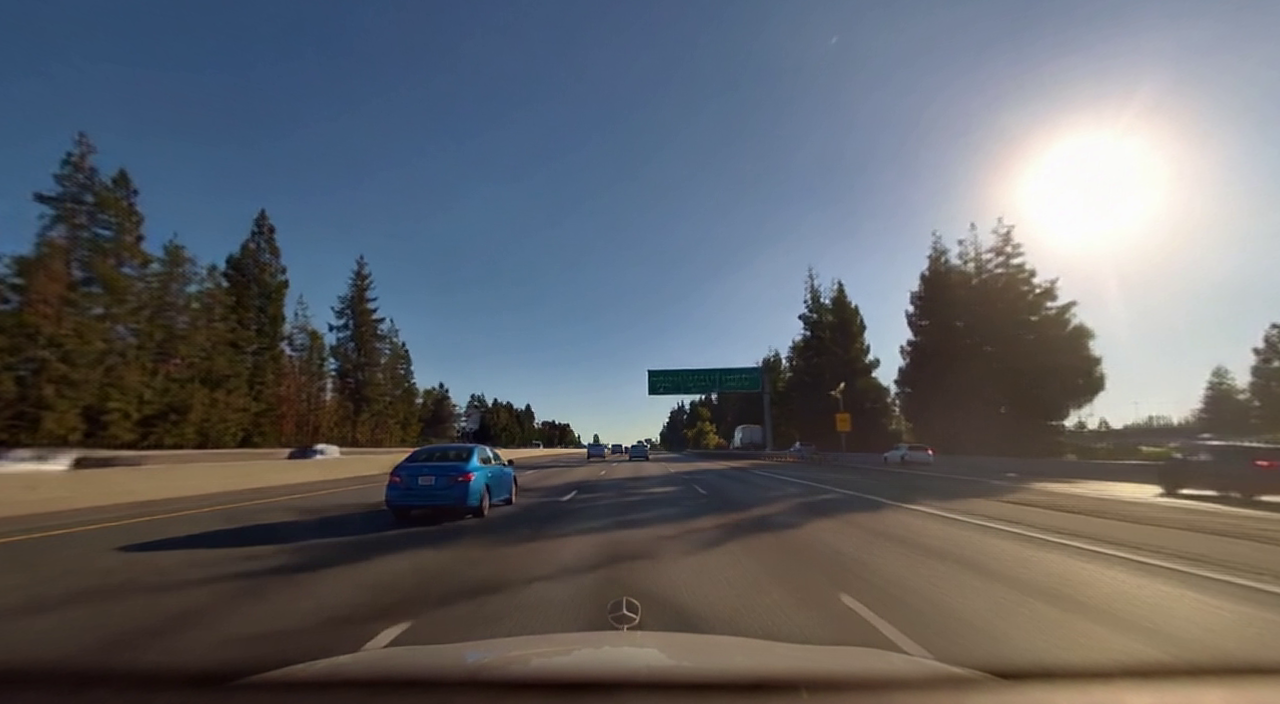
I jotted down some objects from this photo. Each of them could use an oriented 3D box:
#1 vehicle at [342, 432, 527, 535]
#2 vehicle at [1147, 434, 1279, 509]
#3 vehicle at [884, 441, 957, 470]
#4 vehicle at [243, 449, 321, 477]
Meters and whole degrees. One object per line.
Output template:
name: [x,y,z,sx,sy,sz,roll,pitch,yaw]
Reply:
vehicle: [-3.508,2.318,11.735,2.020,1.554,4.137,0,-9,0]
vehicle: [13.946,2.557,13.716,1.940,1.496,4.992,-1,-9,4]
vehicle: [15.107,5.606,34.342,1.873,1.463,4.937,0,-9,2]
vehicle: [-20.770,6.418,36.918,1.869,1.522,4.536,0,-9,0]
